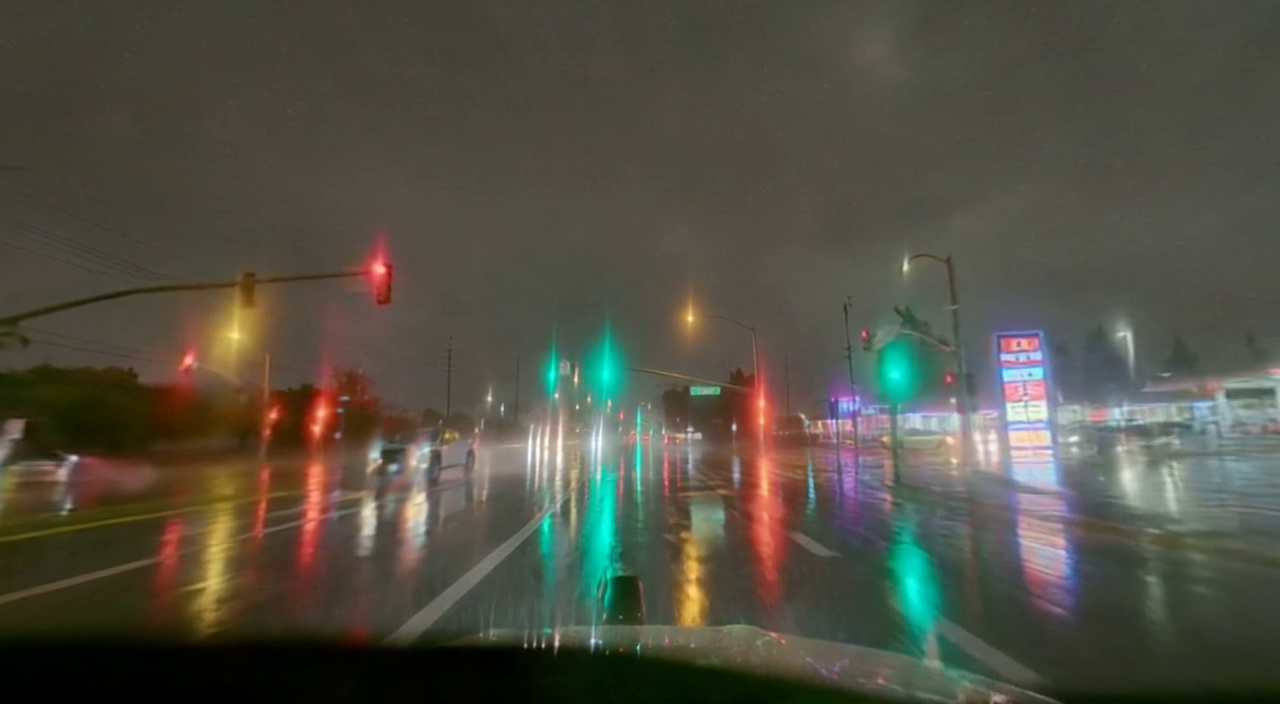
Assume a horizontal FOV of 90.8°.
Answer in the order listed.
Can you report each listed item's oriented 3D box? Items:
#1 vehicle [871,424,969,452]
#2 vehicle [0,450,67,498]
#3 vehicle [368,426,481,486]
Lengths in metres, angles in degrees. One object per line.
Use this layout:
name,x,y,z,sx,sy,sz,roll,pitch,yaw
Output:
vehicle,16.340,5.062,37.053,4.727,1.585,2.066,0,-8,1
vehicle,-21.703,4.133,21.769,1.927,1.457,4.444,5,-9,-30
vehicle,-6.743,3.314,20.387,2.074,1.692,4.333,0,-8,1
